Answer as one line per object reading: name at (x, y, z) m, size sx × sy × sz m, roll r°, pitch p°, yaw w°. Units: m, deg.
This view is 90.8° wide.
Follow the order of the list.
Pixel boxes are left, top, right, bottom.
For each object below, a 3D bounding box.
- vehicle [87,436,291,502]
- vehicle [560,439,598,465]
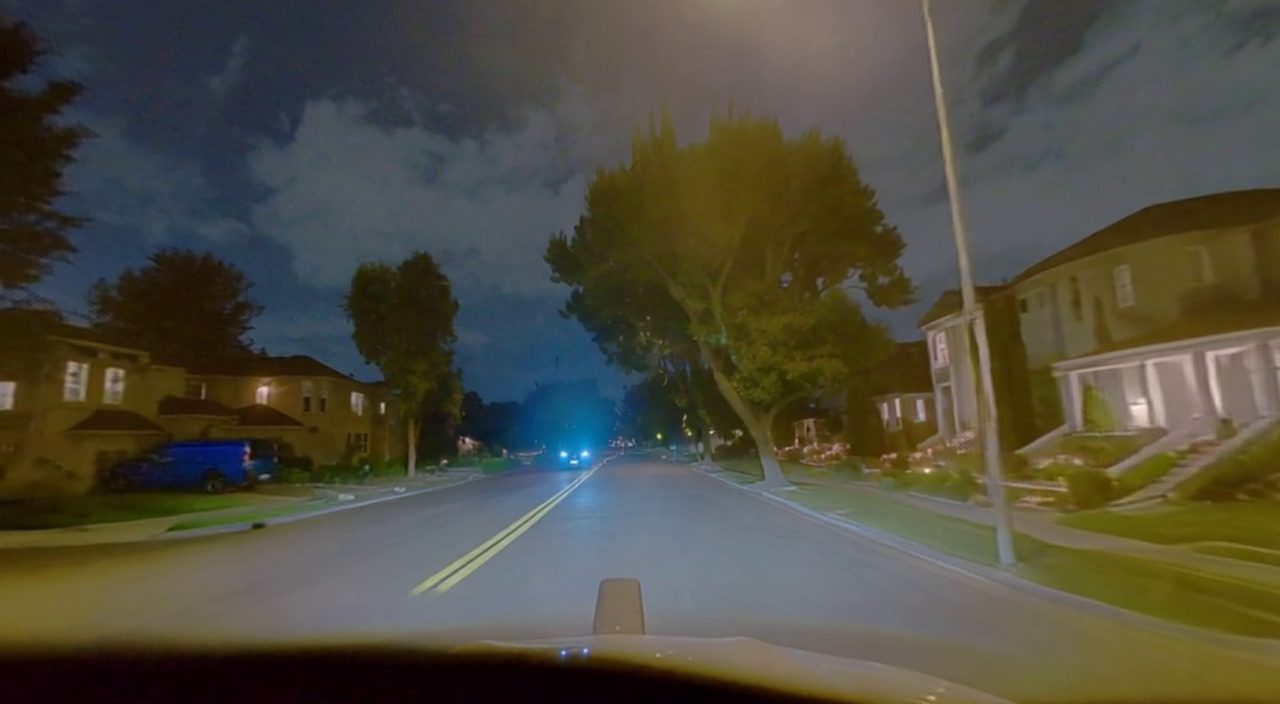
vehicle at (-14.462, 3.702, 20.609) m, size 2.145 × 1.839 × 4.837 m, roll -6°, pitch -10°, yaw 33°
vehicle at (-4.471, 7.416, 47.064) m, size 2.303 × 1.813 × 5.660 m, roll 0°, pitch -8°, yaw 0°
